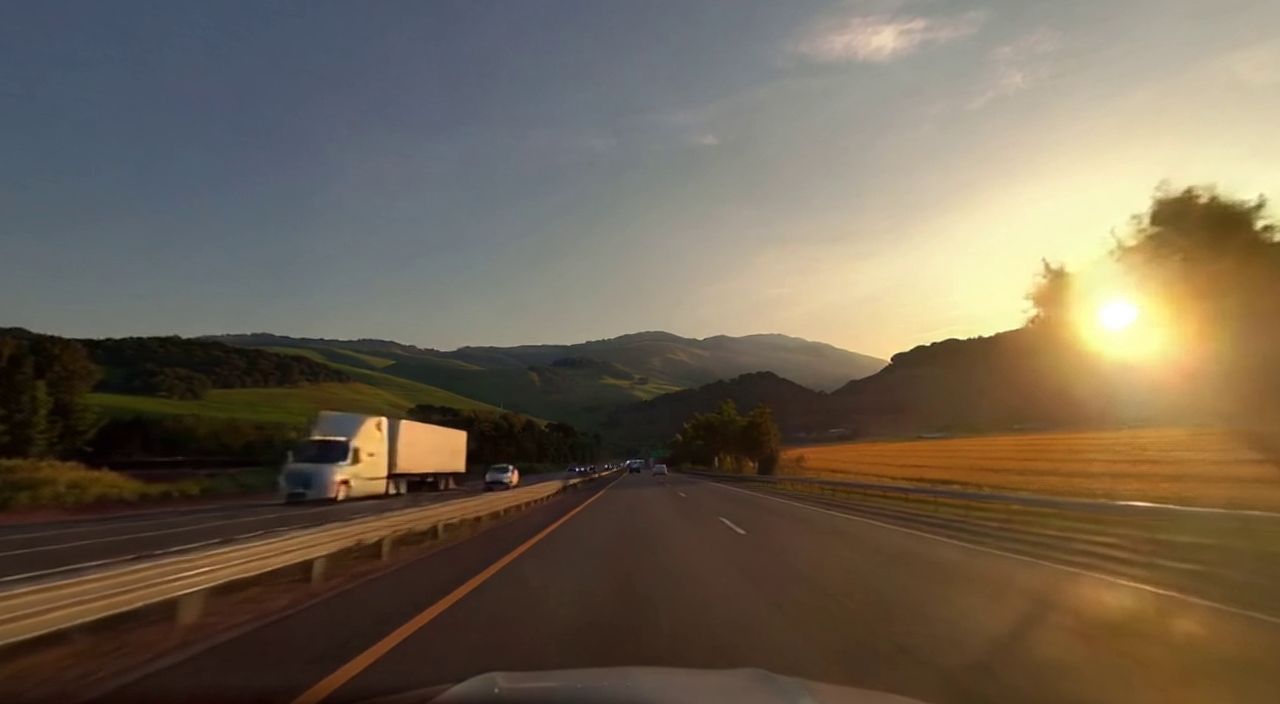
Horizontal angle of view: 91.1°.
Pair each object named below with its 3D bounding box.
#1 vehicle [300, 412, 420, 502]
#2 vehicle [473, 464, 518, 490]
[{"bbox_3d":[-13.633,5.243,31.260,3.010,3.997,5.844,1,-10,0],"label":"vehicle"},{"bbox_3d":[-9.327,8.101,40.922,1.903,1.543,4.233,1,-10,0],"label":"vehicle"}]
